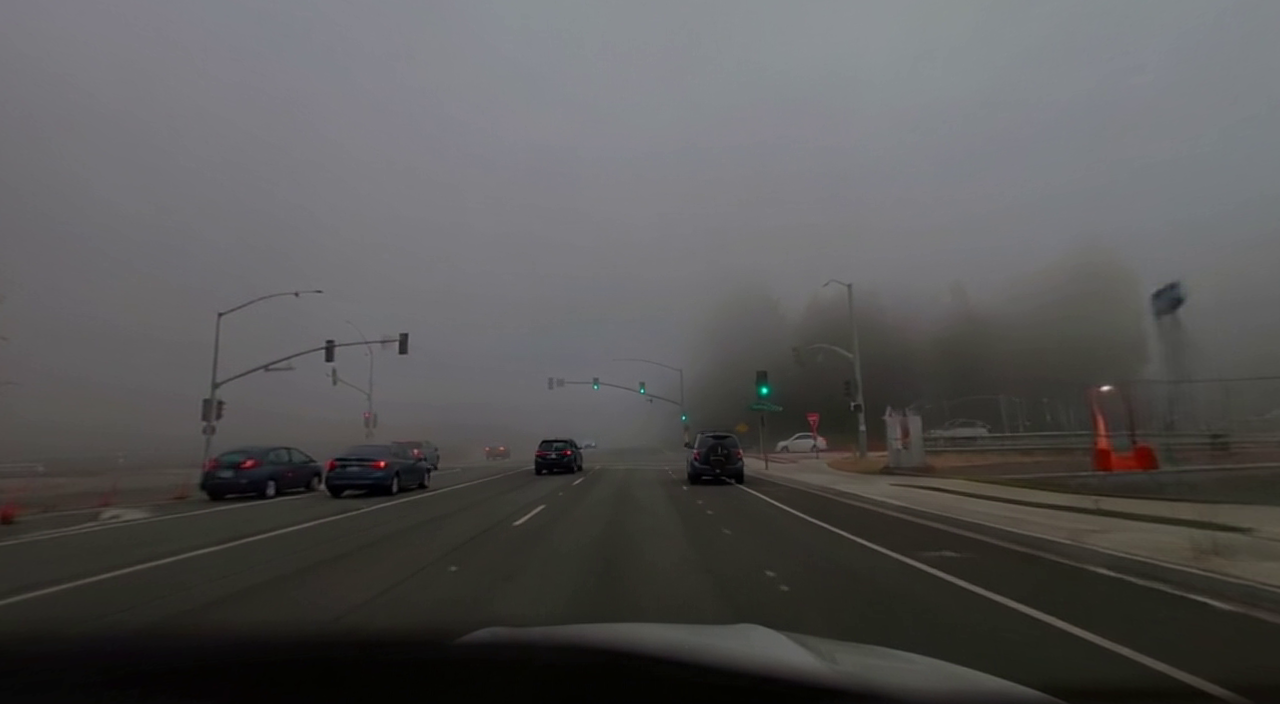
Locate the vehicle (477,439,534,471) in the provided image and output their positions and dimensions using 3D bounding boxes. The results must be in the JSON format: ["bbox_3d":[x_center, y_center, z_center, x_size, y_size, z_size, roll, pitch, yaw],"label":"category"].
[{"bbox_3d":[-6.653,5.115,31.662,1.993,1.492,3.666,0,-8,1],"label":"vehicle"}]

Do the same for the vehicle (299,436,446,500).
[{"bbox_3d":[-7.069,3.091,17.336,1.928,1.488,4.635,0,-8,1],"label":"vehicle"}]

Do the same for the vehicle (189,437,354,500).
[{"bbox_3d":[-9.889,3.144,17.480,1.874,1.492,4.475,0,-8,0],"label":"vehicle"}]

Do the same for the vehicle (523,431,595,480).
[{"bbox_3d":[-2.893,3.822,23.535,2.121,1.654,3.993,0,-8,1],"label":"vehicle"}]

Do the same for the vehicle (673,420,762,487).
[{"bbox_3d":[2.273,3.152,19.804,2.197,1.835,4.316,0,-8,-1],"label":"vehicle"}]
